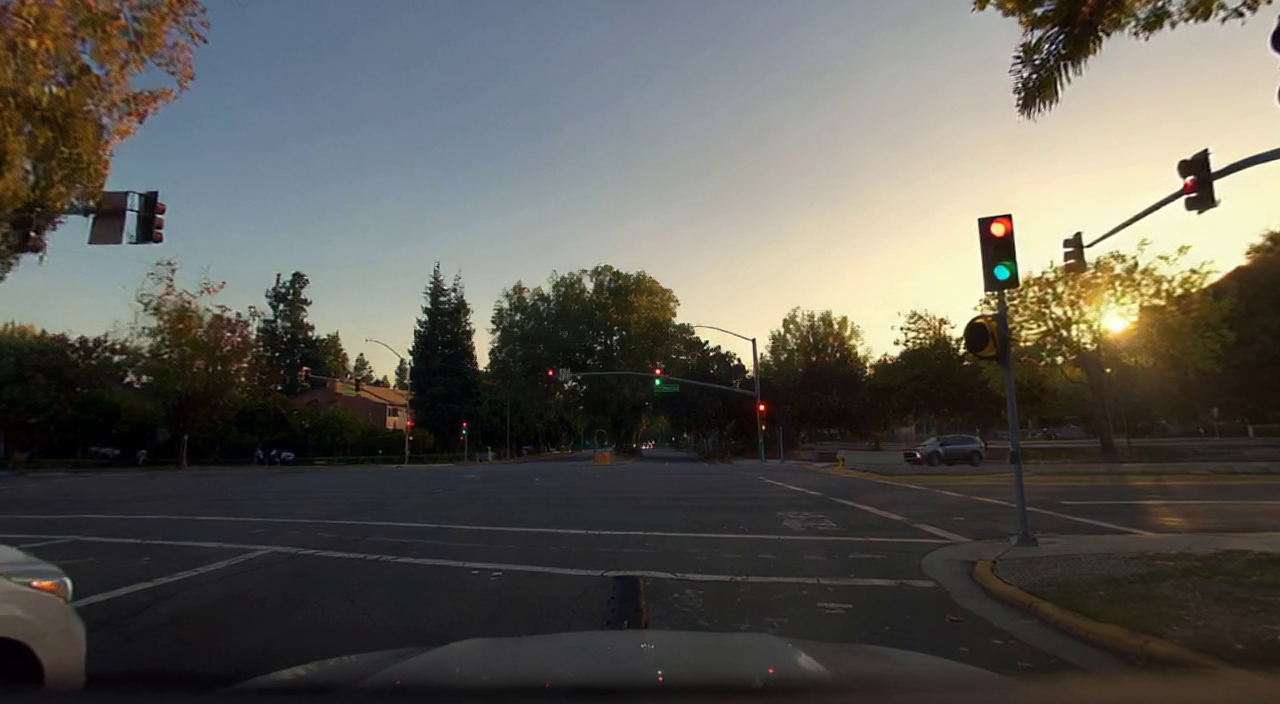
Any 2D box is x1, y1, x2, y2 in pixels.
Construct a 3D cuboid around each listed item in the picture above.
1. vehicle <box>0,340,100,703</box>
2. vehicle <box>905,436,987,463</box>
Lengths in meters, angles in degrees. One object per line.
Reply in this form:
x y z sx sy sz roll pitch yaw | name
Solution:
-3.267 0.534 0.408 1.954 1.689 4.347 0 -8 0 | vehicle
17.001 5.444 35.248 3.952 1.468 1.768 -4 -9 22 | vehicle
